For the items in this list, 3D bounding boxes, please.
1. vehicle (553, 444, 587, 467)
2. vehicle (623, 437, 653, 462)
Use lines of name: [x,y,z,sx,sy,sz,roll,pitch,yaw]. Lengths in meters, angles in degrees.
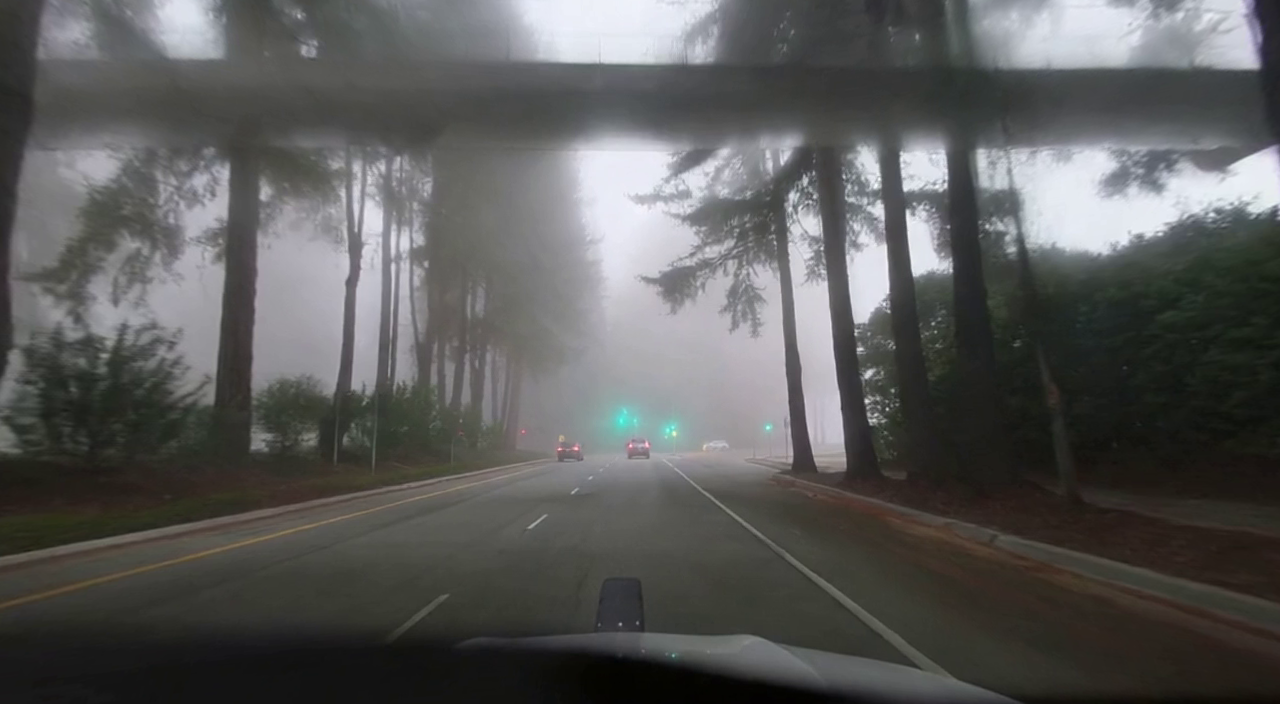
vehicle: [-4.478,6.676,40.833,1.674,1.408,4.141,0,-8,1]
vehicle: [-0.218,7.573,49.019,2.154,1.820,4.972,0,-8,-2]
